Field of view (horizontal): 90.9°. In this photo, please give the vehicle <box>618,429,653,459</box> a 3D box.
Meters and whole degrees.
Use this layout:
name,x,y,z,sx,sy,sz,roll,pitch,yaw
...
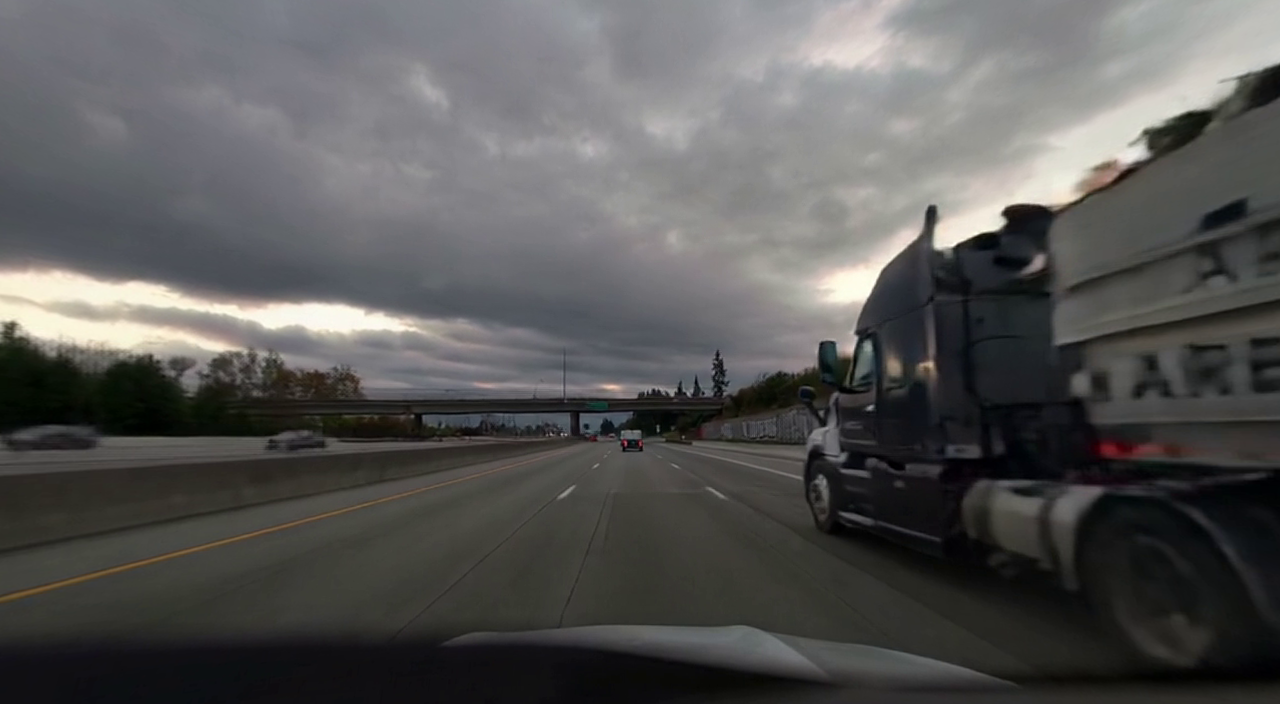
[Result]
name,x,y,z,sx,sy,sz,roll,pitch,yaw
vehicle,-0.349,6.213,42.553,2.277,1.913,4.510,0,-8,-2

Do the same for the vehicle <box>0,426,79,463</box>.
name,x,y,z,sx,sy,sz,roll,pitch,yaw
vehicle,-26.174,3.860,26.370,1.717,1.460,3.939,0,-8,-1
